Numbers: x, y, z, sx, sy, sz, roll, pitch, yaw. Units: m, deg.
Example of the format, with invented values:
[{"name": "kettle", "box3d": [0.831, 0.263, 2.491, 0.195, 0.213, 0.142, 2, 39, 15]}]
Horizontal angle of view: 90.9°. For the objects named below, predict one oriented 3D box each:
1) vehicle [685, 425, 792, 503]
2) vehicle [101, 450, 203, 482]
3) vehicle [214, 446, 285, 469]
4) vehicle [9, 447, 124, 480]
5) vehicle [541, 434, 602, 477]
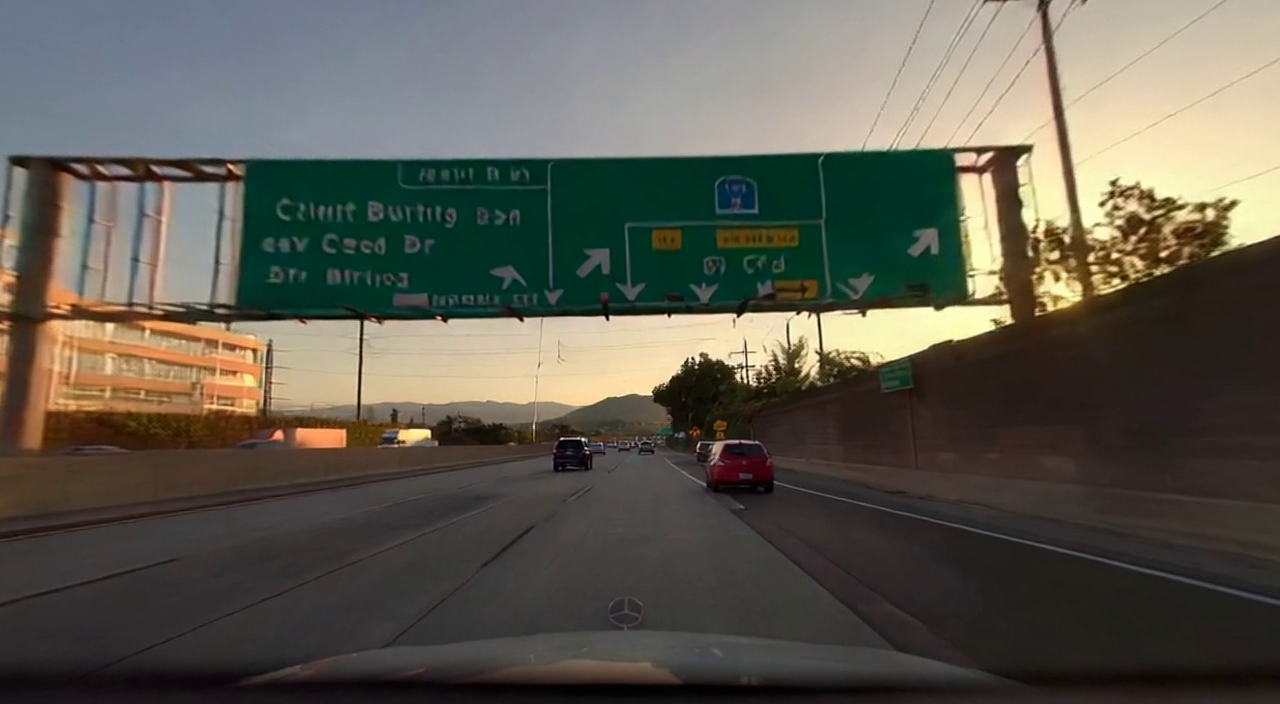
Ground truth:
[{"name": "vehicle", "box3d": [2.359, 2.815, 16.215, 2.134, 1.733, 4.049, 0, -8, 1]}, {"name": "vehicle", "box3d": [-24.667, 5.731, 32.083, 2.060, 1.474, 3.952, 0, -8, -2]}, {"name": "vehicle", "box3d": [-30.341, 8.155, 49.226, 2.070, 1.668, 5.306, 0, -8, 1]}, {"name": "vehicle", "box3d": [-29.409, 5.683, 32.557, 1.762, 1.498, 4.459, -1, -8, -1]}, {"name": "vehicle", "box3d": [-2.950, 4.588, 28.202, 2.125, 1.764, 4.393, 0, -8, 1]}]
